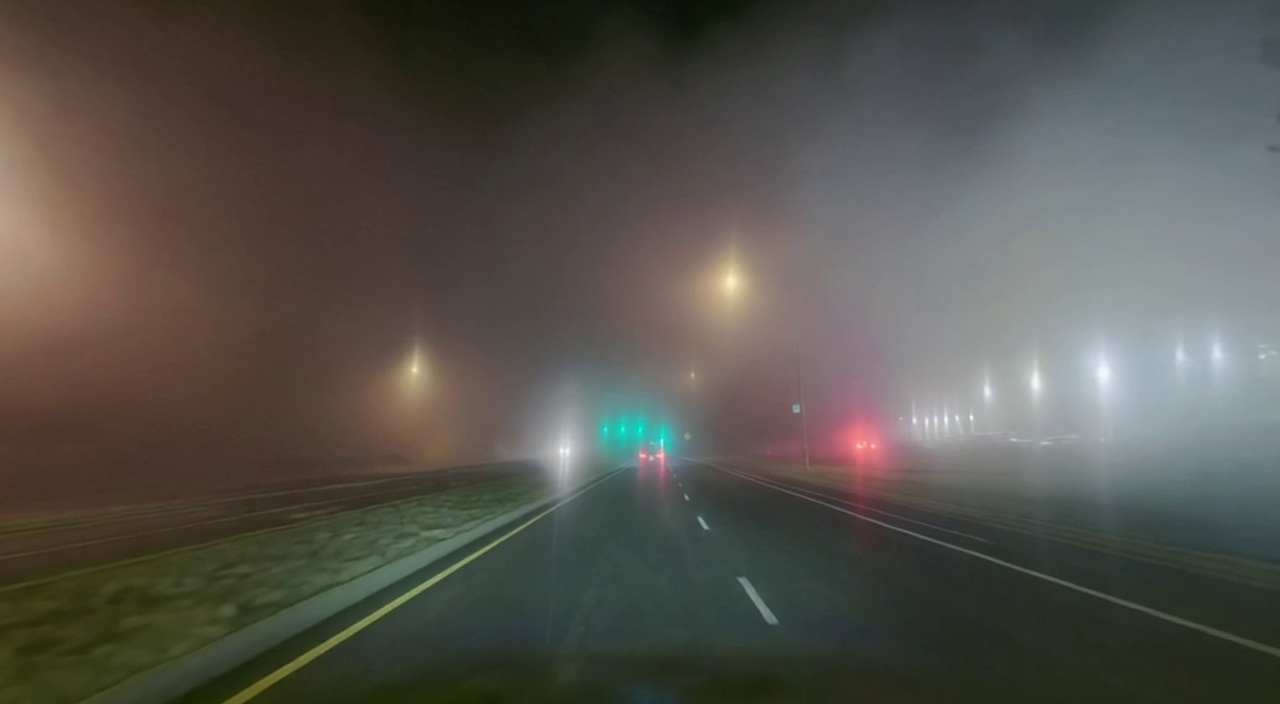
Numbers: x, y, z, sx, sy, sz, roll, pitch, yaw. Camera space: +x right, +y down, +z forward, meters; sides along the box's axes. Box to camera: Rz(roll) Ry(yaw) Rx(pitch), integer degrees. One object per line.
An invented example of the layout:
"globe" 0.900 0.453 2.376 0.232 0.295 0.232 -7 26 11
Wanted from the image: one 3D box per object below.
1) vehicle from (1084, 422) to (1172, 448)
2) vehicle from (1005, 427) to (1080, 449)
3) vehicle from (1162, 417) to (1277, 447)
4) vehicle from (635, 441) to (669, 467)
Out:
"vehicle" 29.127 5.020 37.864 1.791 1.448 4.027 1 -9 -6
"vehicle" 28.010 6.061 44.142 1.847 1.451 4.470 1 -9 -8
"vehicle" 29.816 4.193 32.704 1.762 1.463 4.144 1 -9 -7
"vehicle" 0.788 6.799 42.228 2.158 1.600 3.865 0 -8 0
